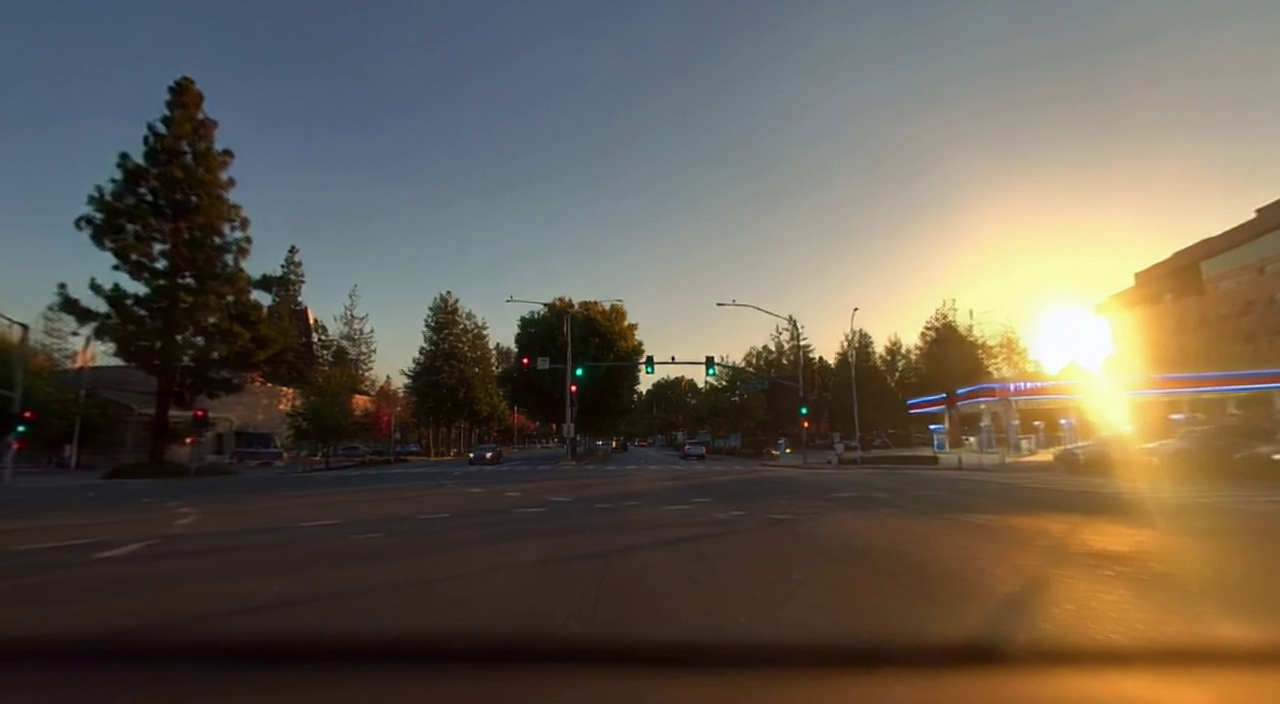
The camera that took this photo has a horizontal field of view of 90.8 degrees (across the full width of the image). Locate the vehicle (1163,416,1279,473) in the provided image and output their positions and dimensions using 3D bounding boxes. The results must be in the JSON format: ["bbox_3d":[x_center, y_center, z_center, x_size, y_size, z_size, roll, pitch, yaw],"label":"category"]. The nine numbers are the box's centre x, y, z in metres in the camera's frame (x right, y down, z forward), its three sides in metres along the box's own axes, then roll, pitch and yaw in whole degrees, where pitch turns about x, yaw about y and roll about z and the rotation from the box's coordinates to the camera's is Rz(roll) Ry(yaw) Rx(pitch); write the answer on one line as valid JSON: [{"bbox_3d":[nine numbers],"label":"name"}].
[{"bbox_3d":[20.176,2.999,20.601,4.364,1.737,1.967,-1,-8,2],"label":"vehicle"}]

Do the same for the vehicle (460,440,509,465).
[{"bbox_3d":[-10.121,6.556,41.375,2.029,1.452,4.598,-3,-8,0],"label":"vehicle"}]

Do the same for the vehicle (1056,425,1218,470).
[{"bbox_3d":[20.846,4.010,26.692,4.966,1.778,2.104,-1,-8,2],"label":"vehicle"}]
